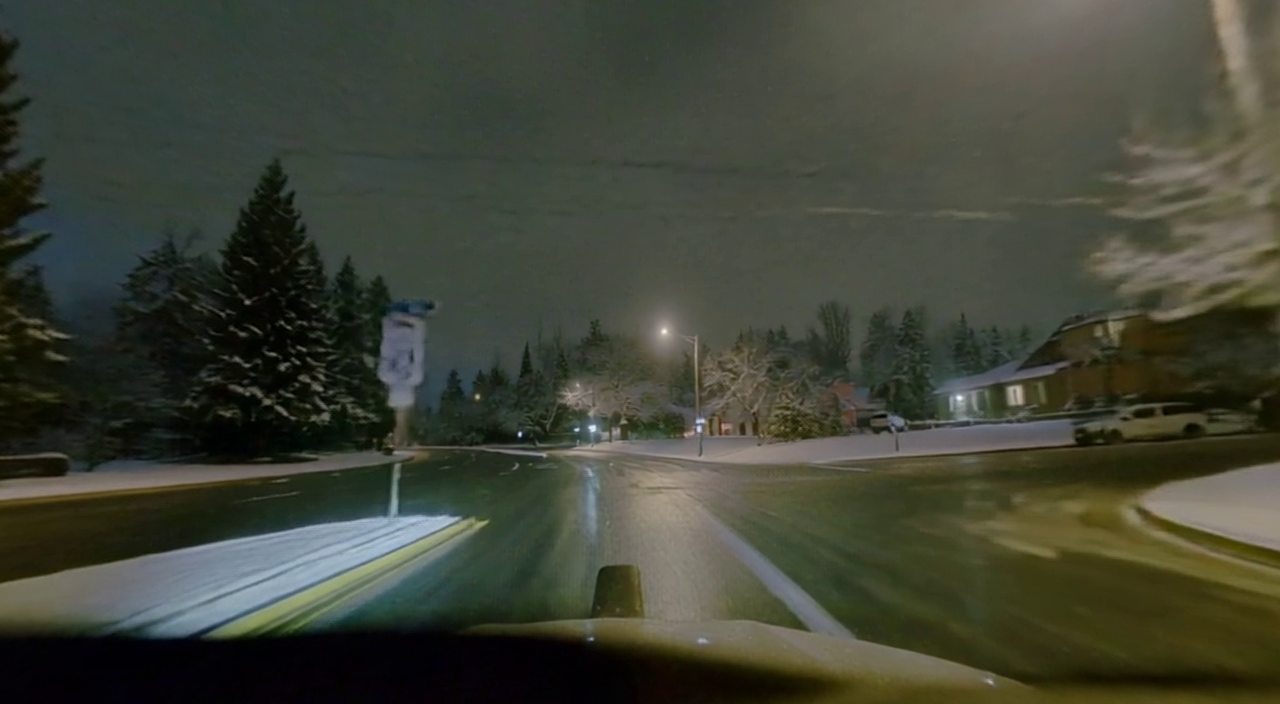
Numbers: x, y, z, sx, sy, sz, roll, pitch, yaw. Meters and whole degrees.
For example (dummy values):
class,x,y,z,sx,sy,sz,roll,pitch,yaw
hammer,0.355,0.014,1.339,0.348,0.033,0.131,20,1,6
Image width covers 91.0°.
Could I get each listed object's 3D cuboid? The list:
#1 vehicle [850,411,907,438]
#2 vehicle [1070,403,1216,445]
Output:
class,x,y,z,sx,sy,sz,roll,pitch,yaw
vehicle,17.528,5.375,46.209,4.740,1.779,2.023,8,-12,-44
vehicle,20.747,3.062,26.268,4.499,1.627,2.003,-5,-10,33
